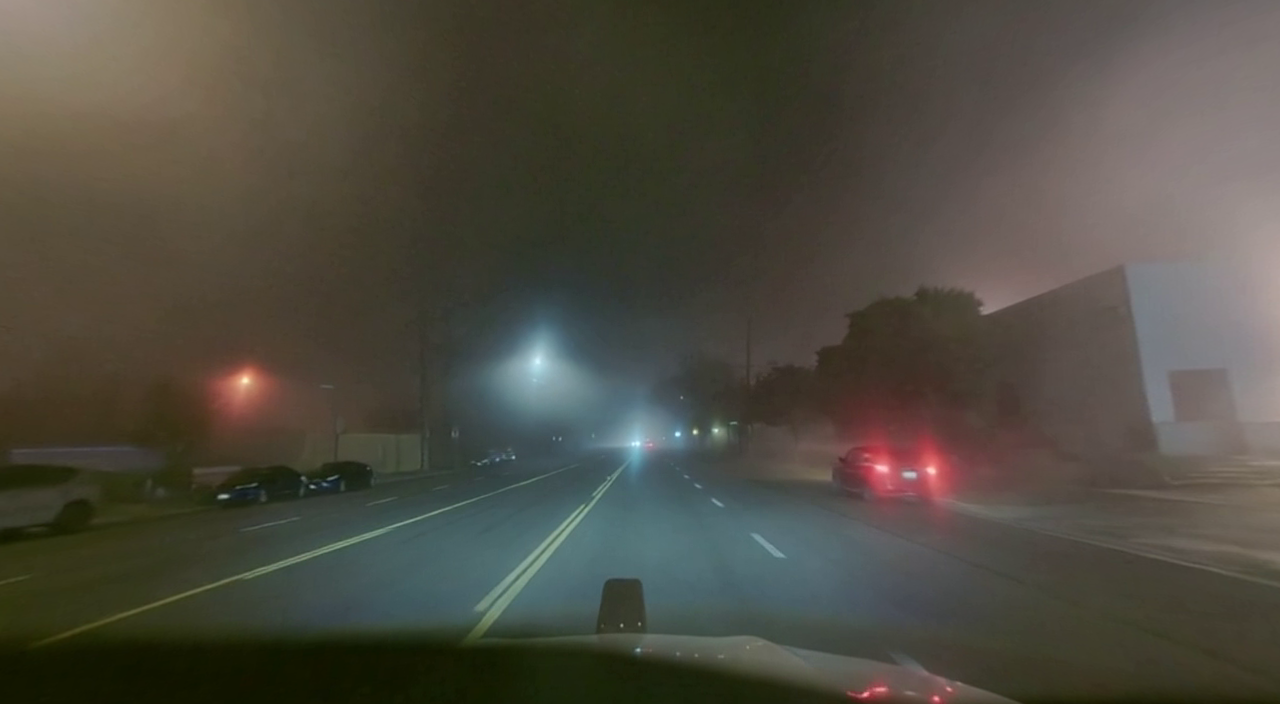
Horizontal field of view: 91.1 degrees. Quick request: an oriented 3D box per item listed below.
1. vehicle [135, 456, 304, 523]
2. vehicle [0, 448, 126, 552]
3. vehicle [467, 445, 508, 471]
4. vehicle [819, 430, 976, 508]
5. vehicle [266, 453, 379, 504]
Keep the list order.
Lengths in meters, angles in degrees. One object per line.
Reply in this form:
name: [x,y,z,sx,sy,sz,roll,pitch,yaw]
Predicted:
vehicle: [-11.867,3.867,18.191,1.876,1.502,4.506,-3,-9,-1]
vehicle: [-11.963,2.656,11.115,1.979,1.759,4.435,-4,-8,0]
vehicle: [-11.874,8.253,49.109,1.939,1.783,4.763,-4,-8,1]
vehicle: [6.669,3.078,17.133,2.078,1.766,5.474,-1,-8,2]
vehicle: [-11.935,4.734,23.995,1.902,1.525,4.821,-4,-8,-1]
